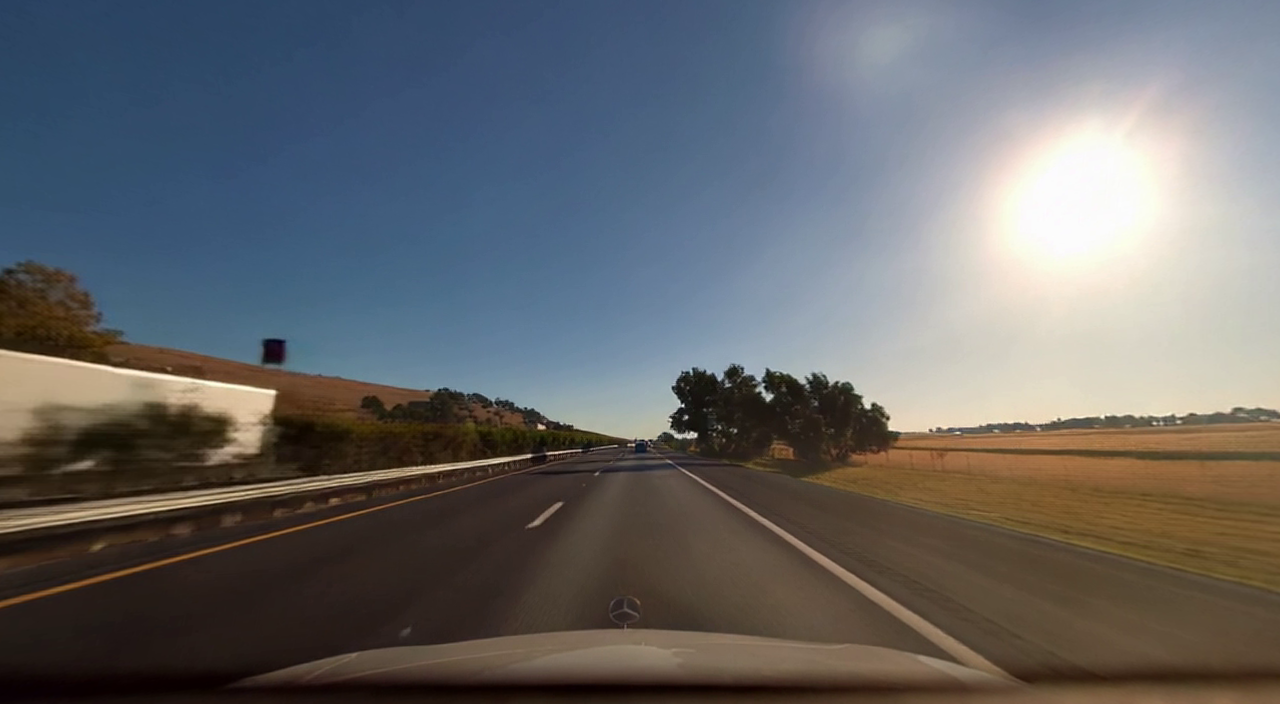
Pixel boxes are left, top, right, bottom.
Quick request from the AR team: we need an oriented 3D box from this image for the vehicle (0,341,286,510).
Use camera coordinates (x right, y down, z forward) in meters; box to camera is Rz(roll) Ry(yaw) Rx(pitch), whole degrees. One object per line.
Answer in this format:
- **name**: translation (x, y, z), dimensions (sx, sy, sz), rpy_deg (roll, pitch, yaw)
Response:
- **vehicle**: translation (-16.429, 2.360, 18.986), dimensions (2.947, 3.905, 14.614), rpy_deg (0, -8, 0)
